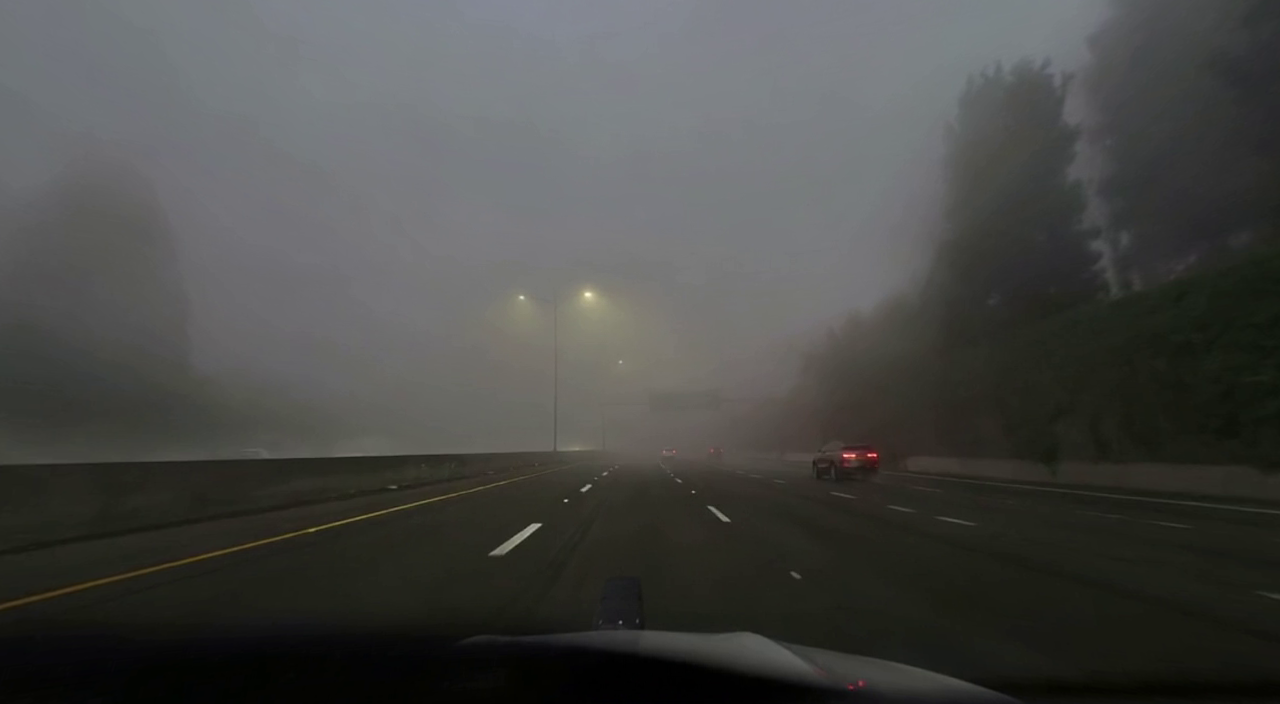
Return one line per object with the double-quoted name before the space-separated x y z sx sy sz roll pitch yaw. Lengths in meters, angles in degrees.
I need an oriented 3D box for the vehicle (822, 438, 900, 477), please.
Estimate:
"vehicle" 10.718 5.152 30.924 2.167 1.781 4.340 0 -9 -1
